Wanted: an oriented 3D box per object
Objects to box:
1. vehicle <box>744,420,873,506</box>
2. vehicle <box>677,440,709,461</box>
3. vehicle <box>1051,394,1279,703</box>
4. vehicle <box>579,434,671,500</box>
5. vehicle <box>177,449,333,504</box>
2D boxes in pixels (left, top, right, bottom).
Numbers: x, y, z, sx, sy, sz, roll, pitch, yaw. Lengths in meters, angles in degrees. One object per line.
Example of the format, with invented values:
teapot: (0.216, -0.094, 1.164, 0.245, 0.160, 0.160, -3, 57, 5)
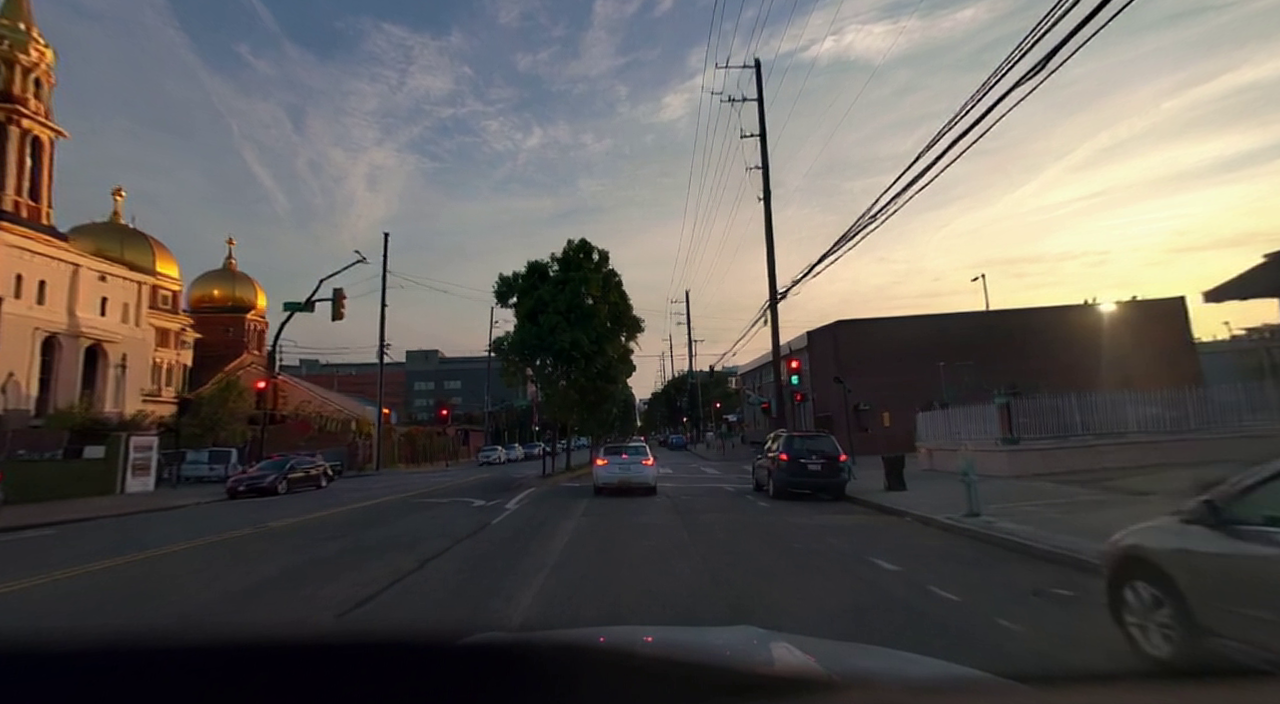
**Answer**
vehicle: (3.899, 2.658, 15.444, 2.015, 1.780, 4.261, 0, -9, 1)
vehicle: (3.938, 7.479, 47.858, 1.933, 1.479, 4.430, 0, -9, -1)
vehicle: (3.913, 0.912, 2.423, 2.003, 1.524, 3.868, 0, -7, -1)
vehicle: (-0.352, 2.885, 16.276, 2.049, 1.453, 4.299, 0, -9, -1)
vehicle: (-11.991, 3.869, 20.164, 1.980, 1.502, 4.655, -1, -9, 1)
